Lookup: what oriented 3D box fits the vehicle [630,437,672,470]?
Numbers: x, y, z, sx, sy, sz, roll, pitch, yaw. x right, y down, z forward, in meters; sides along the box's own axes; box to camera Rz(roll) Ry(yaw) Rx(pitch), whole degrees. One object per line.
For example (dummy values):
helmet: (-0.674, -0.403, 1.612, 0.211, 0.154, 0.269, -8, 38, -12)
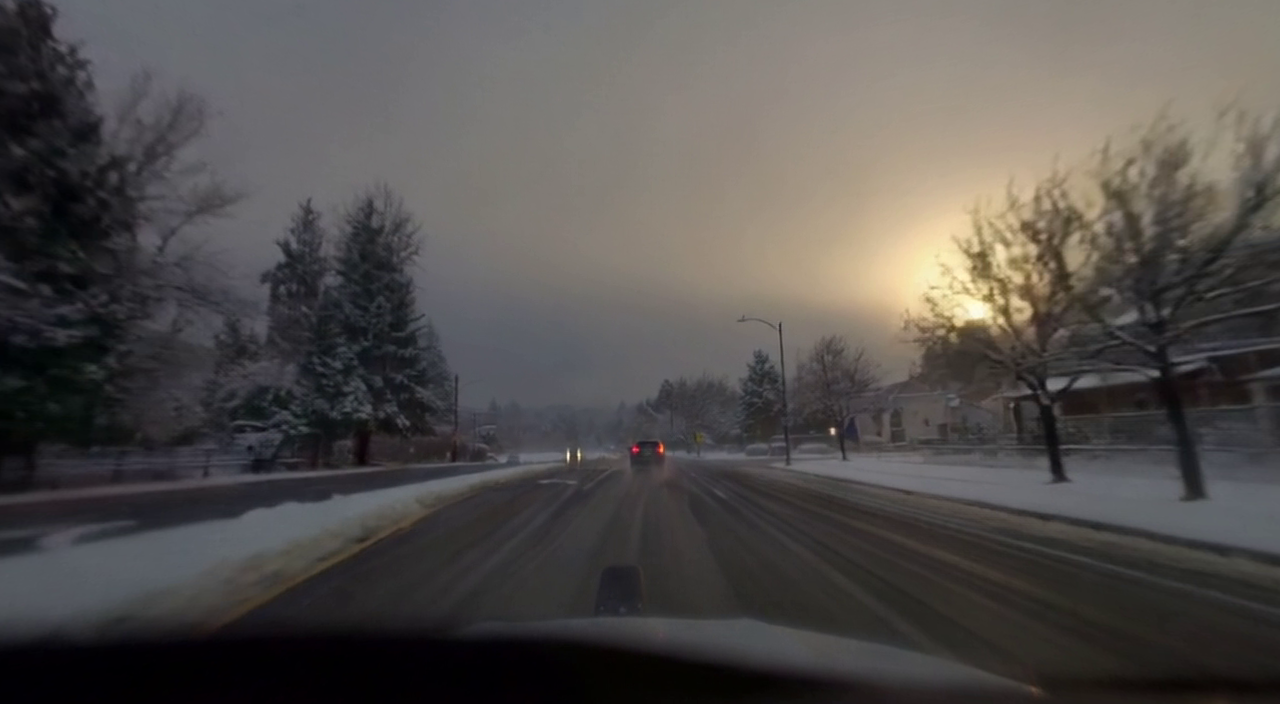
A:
vehicle: (0.568, 5.868, 36.487, 2.165, 1.783, 4.391, 0, -9, -2)
